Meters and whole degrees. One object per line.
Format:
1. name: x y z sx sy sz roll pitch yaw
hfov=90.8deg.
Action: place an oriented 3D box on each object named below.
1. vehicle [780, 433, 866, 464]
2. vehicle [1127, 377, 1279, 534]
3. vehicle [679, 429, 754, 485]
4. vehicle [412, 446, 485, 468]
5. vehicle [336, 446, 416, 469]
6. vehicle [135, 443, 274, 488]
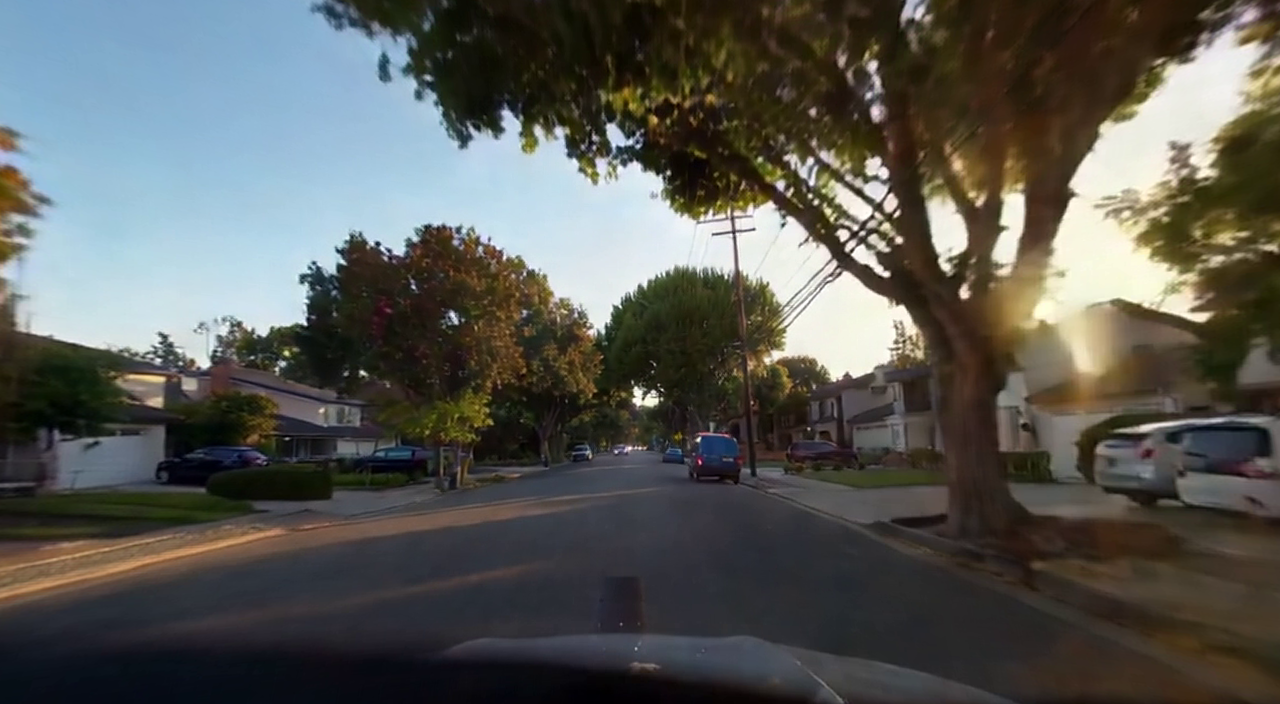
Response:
1. vehicle: 11.046 5.853 38.315 4.602 1.799 1.859 0 -8 -1
2. vehicle: 10.296 1.327 8.801 5.030 1.915 2.221 -2 -8 2
3. vehicle: 2.953 4.246 25.832 2.311 2.069 5.156 0 -9 -1
4. vehicle: -13.230 7.302 43.887 4.443 1.475 1.932 0 -9 -2
5. vehicle: -18.171 7.282 43.615 4.615 1.482 2.073 1 -8 0
6. vehicle: -18.420 4.800 26.899 4.414 1.731 2.008 -1 -8 -1
